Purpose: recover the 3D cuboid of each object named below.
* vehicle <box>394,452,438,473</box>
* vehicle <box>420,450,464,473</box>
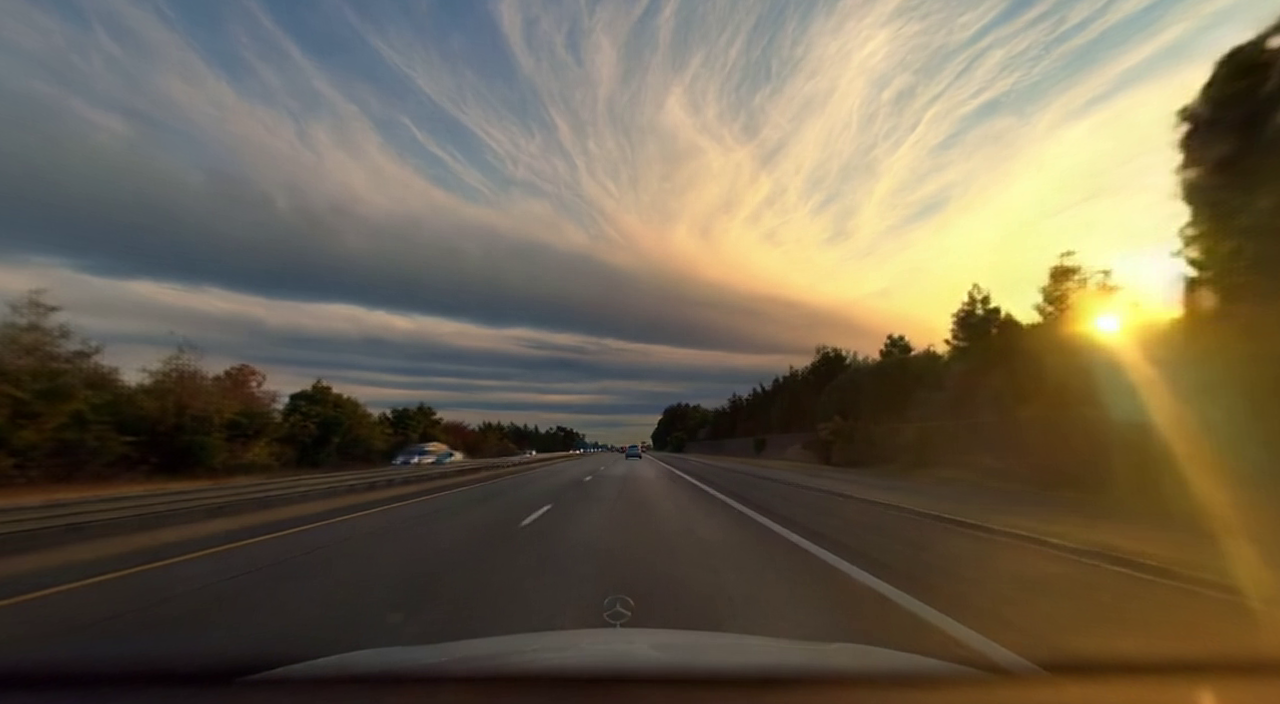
[{"bbox_3d":[-17.510,8.643,49.161,1.821,1.481,4.435,0,-9,-1],"label":"vehicle"},{"bbox_3d":[-13.335,7.360,42.375,1.632,1.496,4.240,0,-9,-1],"label":"vehicle"}]
